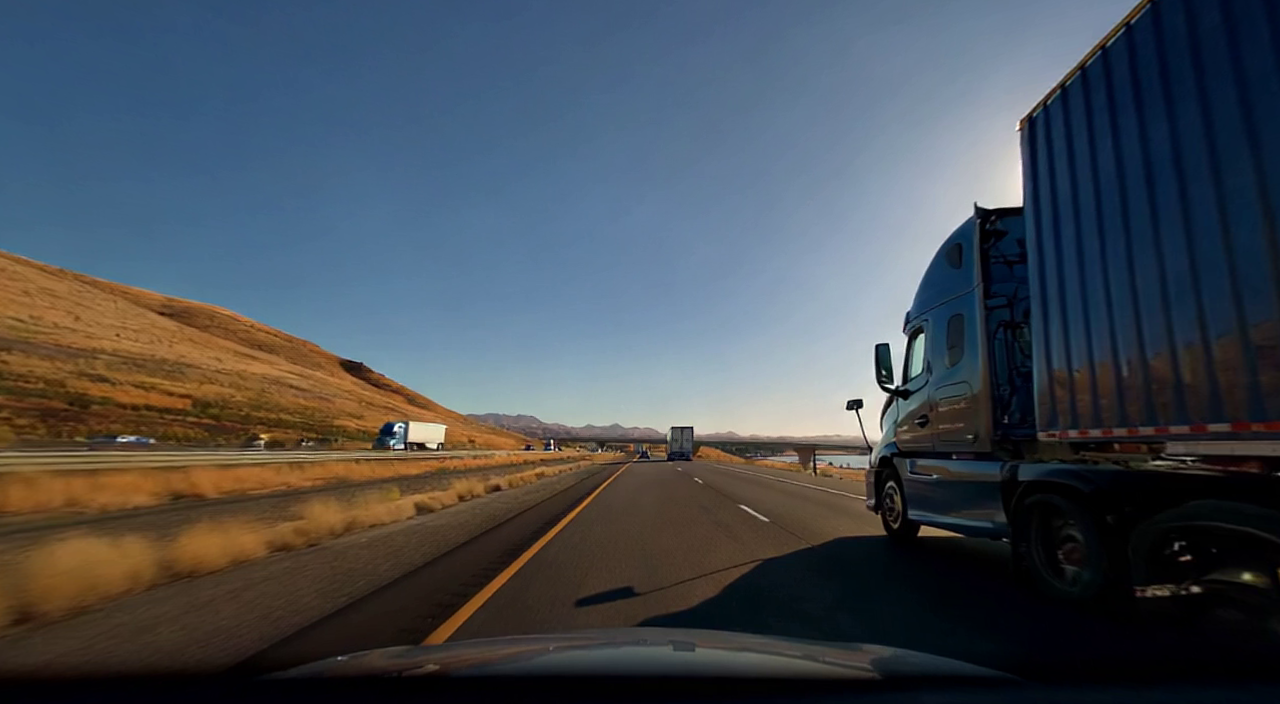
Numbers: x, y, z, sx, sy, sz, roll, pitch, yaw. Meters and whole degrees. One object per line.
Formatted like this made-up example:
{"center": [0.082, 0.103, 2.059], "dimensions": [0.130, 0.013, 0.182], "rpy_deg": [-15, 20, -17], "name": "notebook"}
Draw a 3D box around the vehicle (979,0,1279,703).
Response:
{"center": [4.396, -0.613, 0.836], "dimensions": [3.062, 4.050, 9.094], "rpy_deg": [0, -9, 3], "name": "vehicle"}
